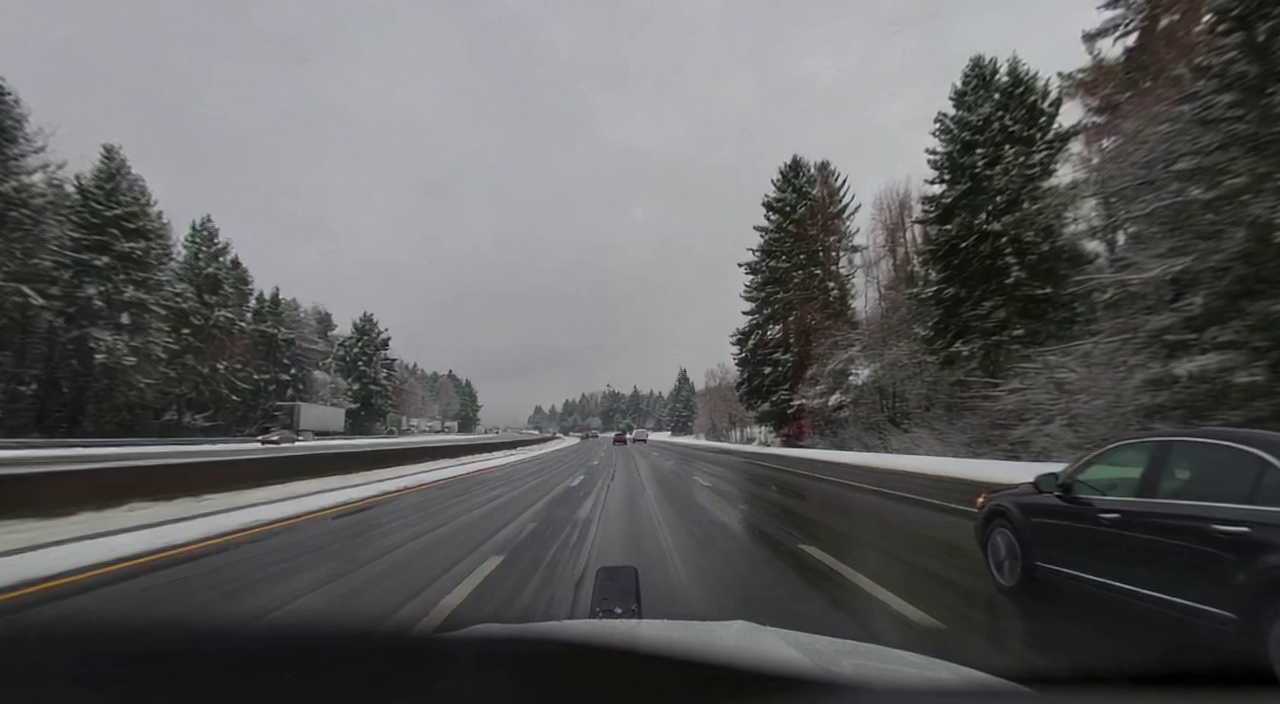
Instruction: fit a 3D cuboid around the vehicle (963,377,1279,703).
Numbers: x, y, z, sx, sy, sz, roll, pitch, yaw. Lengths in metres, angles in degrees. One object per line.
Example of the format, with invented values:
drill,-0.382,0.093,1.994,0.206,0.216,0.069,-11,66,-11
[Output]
vehicle,3.663,0.928,2.804,2.123,1.577,4.299,0,-8,0
